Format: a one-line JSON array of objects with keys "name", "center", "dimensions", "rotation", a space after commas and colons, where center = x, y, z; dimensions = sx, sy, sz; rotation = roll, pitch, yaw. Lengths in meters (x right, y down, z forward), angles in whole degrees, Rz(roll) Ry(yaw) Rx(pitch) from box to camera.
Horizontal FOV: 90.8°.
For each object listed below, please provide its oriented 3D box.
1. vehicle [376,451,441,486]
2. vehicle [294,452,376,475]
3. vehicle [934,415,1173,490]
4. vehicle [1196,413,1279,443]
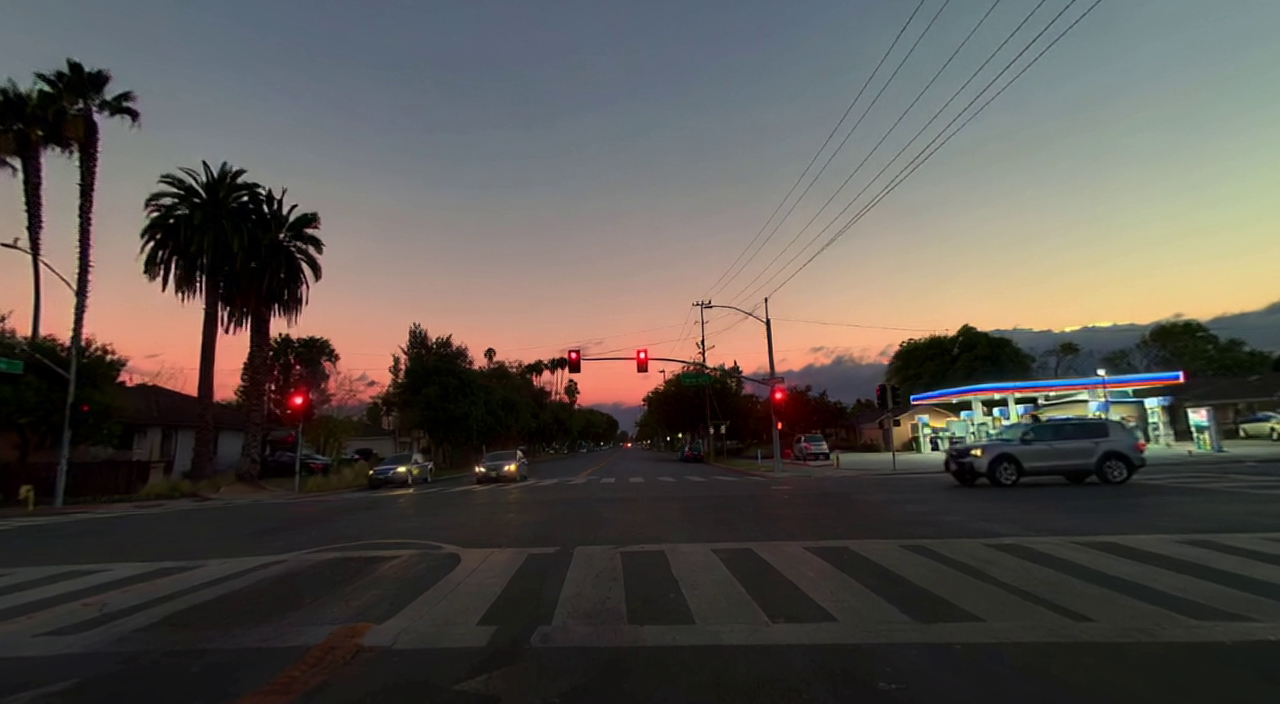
[{"name": "vehicle", "center": [-13.056, 6.554, 35.942], "dimensions": [2.009, 1.777, 4.559], "rotation": [0, -9, -1]}, {"name": "vehicle", "center": [-20.952, 7.671, 43.511], "dimensions": [4.672, 1.469, 1.816], "rotation": [-1, -9, -2]}, {"name": "vehicle", "center": [10.800, 2.620, 16.721], "dimensions": [5.086, 1.817, 1.952], "rotation": [1, -9, -7]}, {"name": "vehicle", "center": [38.295, 4.795, 39.971], "dimensions": [4.488, 1.447, 1.765], "rotation": [-5, -8, -1]}]
